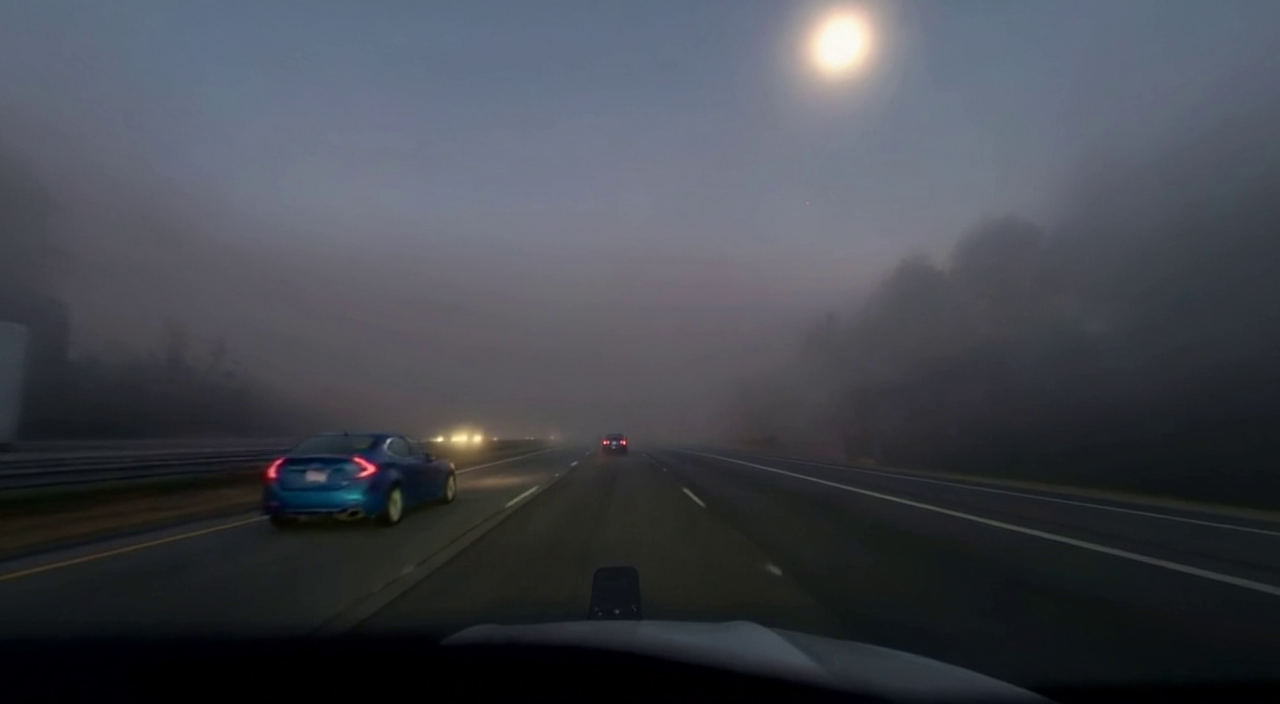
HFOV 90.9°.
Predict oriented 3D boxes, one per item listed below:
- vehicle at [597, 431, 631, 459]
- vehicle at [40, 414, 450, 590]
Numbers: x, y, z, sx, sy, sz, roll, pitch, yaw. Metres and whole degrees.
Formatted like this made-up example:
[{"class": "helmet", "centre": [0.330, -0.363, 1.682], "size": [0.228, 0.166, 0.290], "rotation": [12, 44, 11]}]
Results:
[{"class": "vehicle", "centre": [-1.633, 5.710, 38.866], "size": [1.997, 1.589, 4.179], "rotation": [0, -8, -3]}, {"class": "vehicle", "centre": [-4.299, 1.681, 8.234], "size": [2.141, 1.534, 5.099], "rotation": [0, -8, -1]}]
